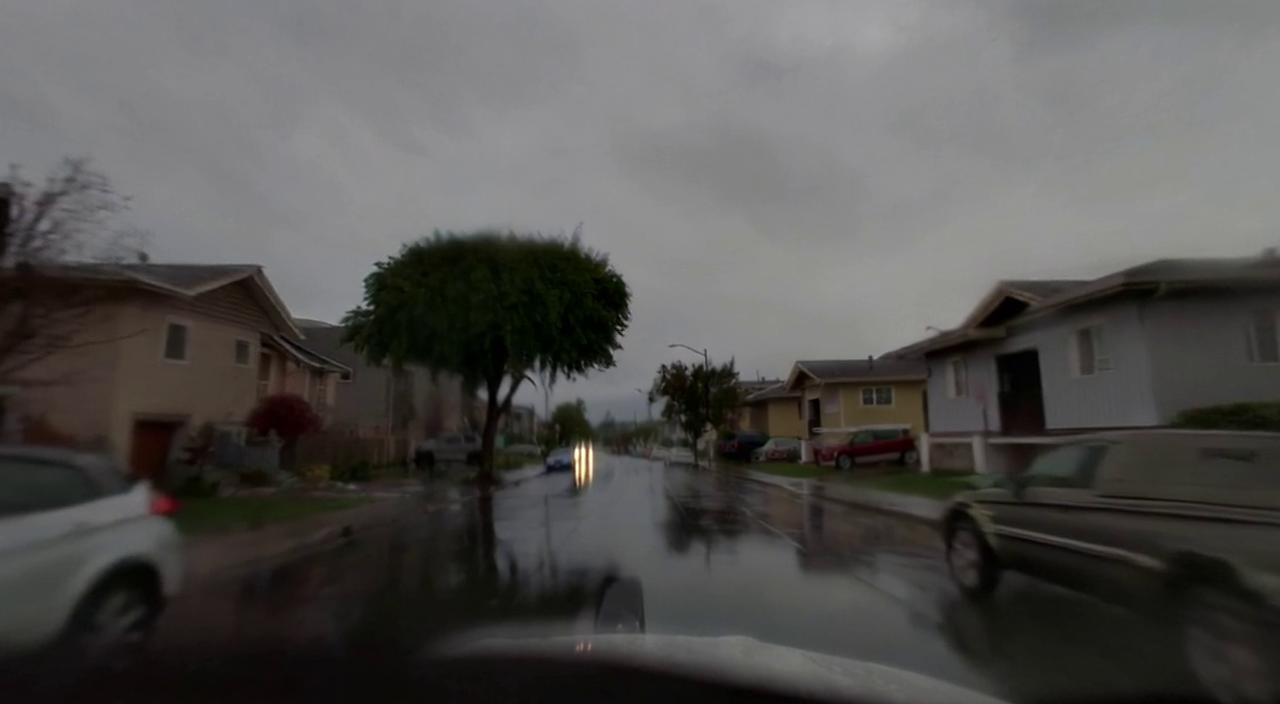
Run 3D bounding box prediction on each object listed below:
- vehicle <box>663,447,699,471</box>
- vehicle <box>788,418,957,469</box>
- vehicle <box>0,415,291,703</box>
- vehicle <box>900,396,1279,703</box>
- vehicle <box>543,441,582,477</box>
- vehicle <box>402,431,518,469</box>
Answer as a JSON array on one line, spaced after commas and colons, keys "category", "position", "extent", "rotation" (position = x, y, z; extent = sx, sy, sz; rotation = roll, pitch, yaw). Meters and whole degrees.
[{"category": "vehicle", "position": [2.707, 7.162, 42.321], "extent": [1.869, 1.458, 4.324], "rotation": [0, -9, -3]}, {"category": "vehicle", "position": [9.089, 3.634, 24.980], "extent": [5.799, 1.927, 2.214], "rotation": [0, -8, -1]}, {"category": "vehicle", "position": [-3.842, 1.018, 2.749], "extent": [2.089, 1.508, 4.537], "rotation": [2, -7, -1]}, {"category": "vehicle", "position": [3.729, 1.193, 4.252], "extent": [2.077, 1.512, 4.513], "rotation": [0, -9, 1]}, {"category": "vehicle", "position": [-4.885, 6.755, 40.164], "extent": [2.230, 1.782, 4.628], "rotation": [0, -4, -4]}, {"category": "vehicle", "position": [-9.938, 5.461, 35.190], "extent": [5.843, 1.985, 2.294], "rotation": [1, -9, -6]}]
